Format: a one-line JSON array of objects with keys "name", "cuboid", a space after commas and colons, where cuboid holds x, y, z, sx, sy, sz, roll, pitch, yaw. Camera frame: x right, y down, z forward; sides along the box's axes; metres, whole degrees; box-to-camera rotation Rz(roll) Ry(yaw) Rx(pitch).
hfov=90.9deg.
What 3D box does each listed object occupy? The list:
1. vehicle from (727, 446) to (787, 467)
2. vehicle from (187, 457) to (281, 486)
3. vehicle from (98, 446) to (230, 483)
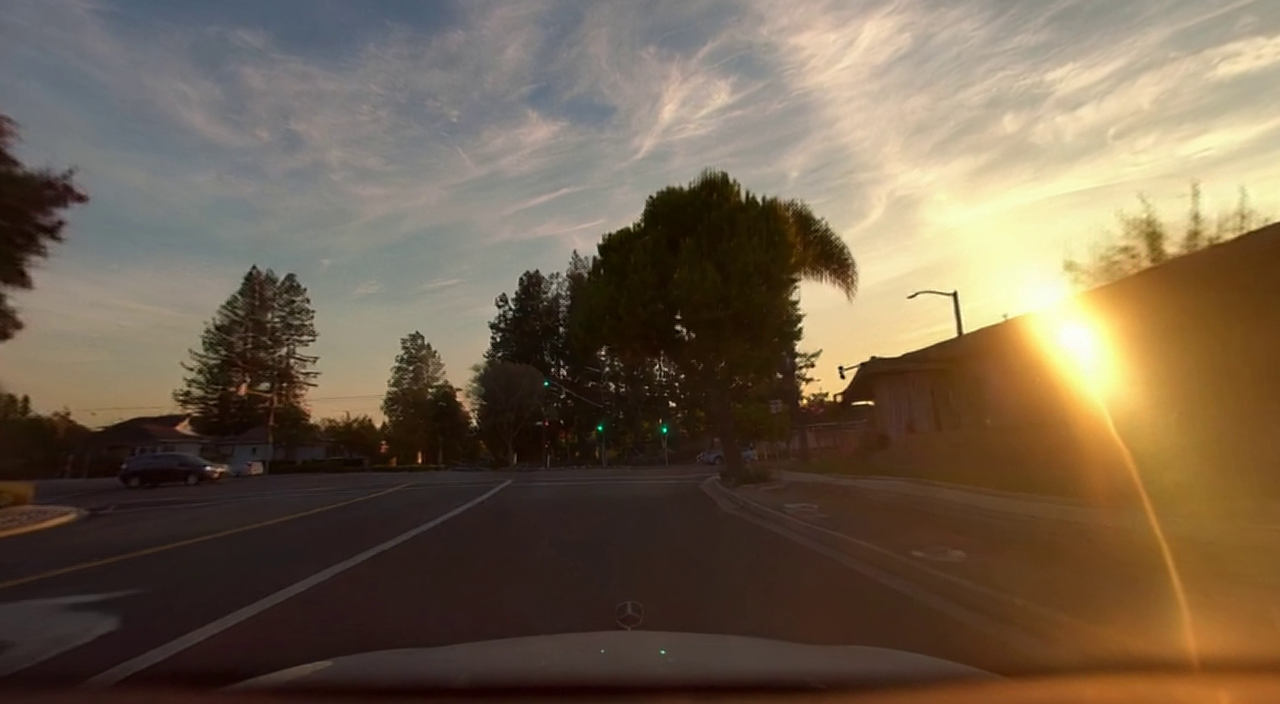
[{"name": "vehicle", "cuboid": [9.070, 8.090, 48.984, 4.106, 1.583, 1.806, 1, -8, -9]}, {"name": "vehicle", "cuboid": [-26.534, 7.777, 41.314, 4.664, 1.728, 1.959, 1, -8, -7]}, {"name": "vehicle", "cuboid": [-25.524, 6.040, 34.007, 5.107, 1.749, 2.254, 0, -9, -7]}]
